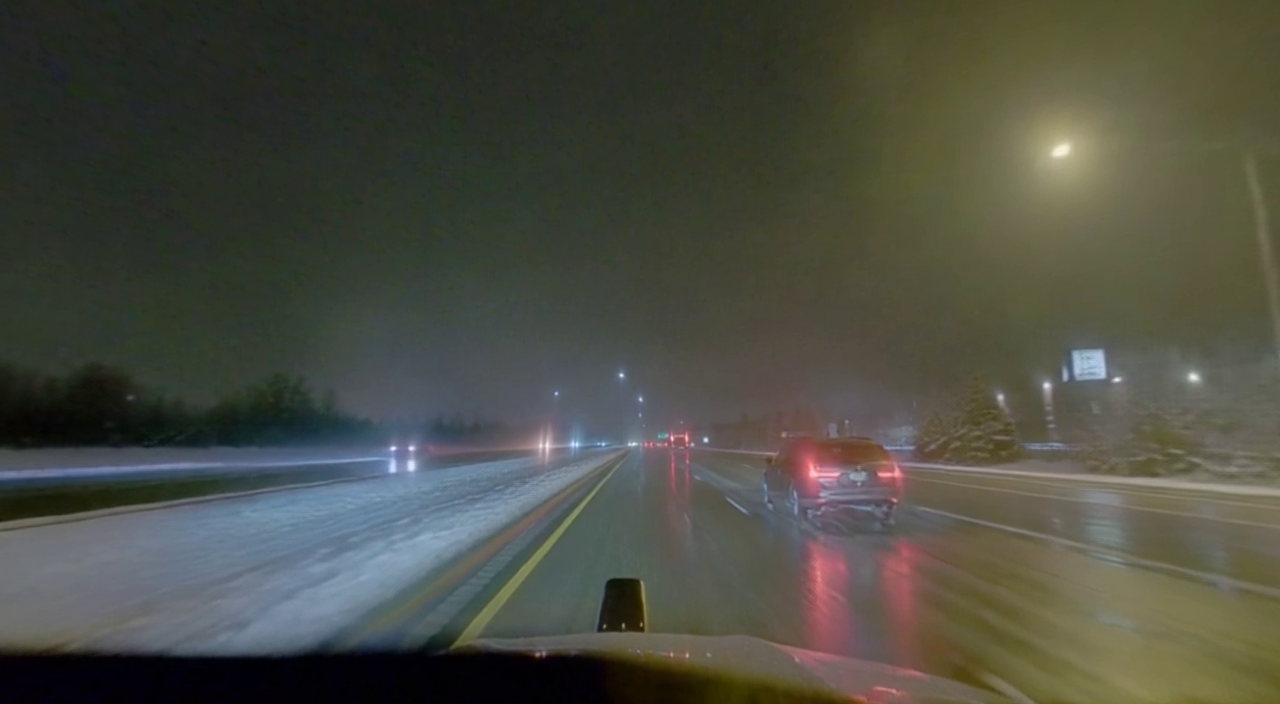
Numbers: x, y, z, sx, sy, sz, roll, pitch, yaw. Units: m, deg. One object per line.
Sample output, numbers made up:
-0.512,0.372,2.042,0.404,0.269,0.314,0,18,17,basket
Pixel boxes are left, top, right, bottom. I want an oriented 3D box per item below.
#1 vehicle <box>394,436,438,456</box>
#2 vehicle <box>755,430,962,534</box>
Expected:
-16.784,7.056,47.284,1.775,1.448,3.844,0,-8,1,vehicle
3.559,2.201,11.362,2.091,1.482,4.522,0,-8,0,vehicle
